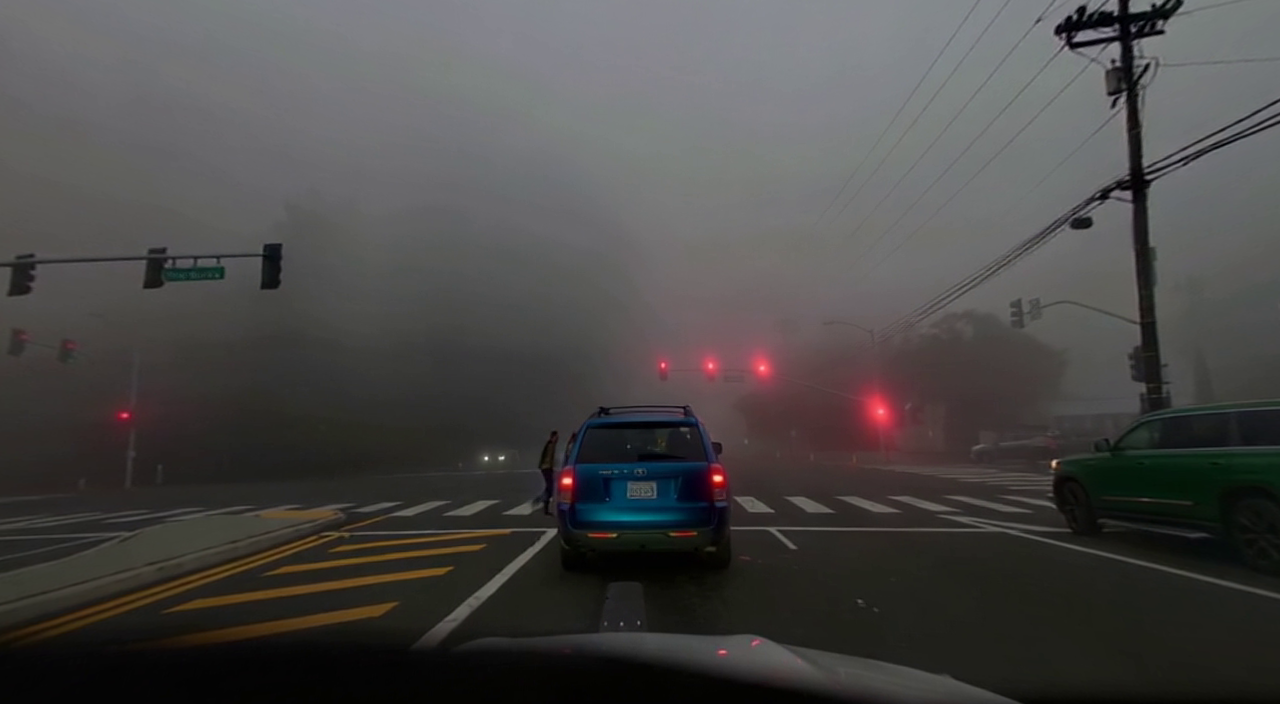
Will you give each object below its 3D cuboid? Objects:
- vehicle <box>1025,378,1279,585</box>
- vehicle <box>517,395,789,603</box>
[{"bbox_3d":[6.800,1.354,6.982,2.119,1.827,4.806,-1,-9,1],"label":"vehicle"},{"bbox_3d":[0.118,1.559,7.523,2.285,1.729,4.252,0,-9,0],"label":"vehicle"}]
